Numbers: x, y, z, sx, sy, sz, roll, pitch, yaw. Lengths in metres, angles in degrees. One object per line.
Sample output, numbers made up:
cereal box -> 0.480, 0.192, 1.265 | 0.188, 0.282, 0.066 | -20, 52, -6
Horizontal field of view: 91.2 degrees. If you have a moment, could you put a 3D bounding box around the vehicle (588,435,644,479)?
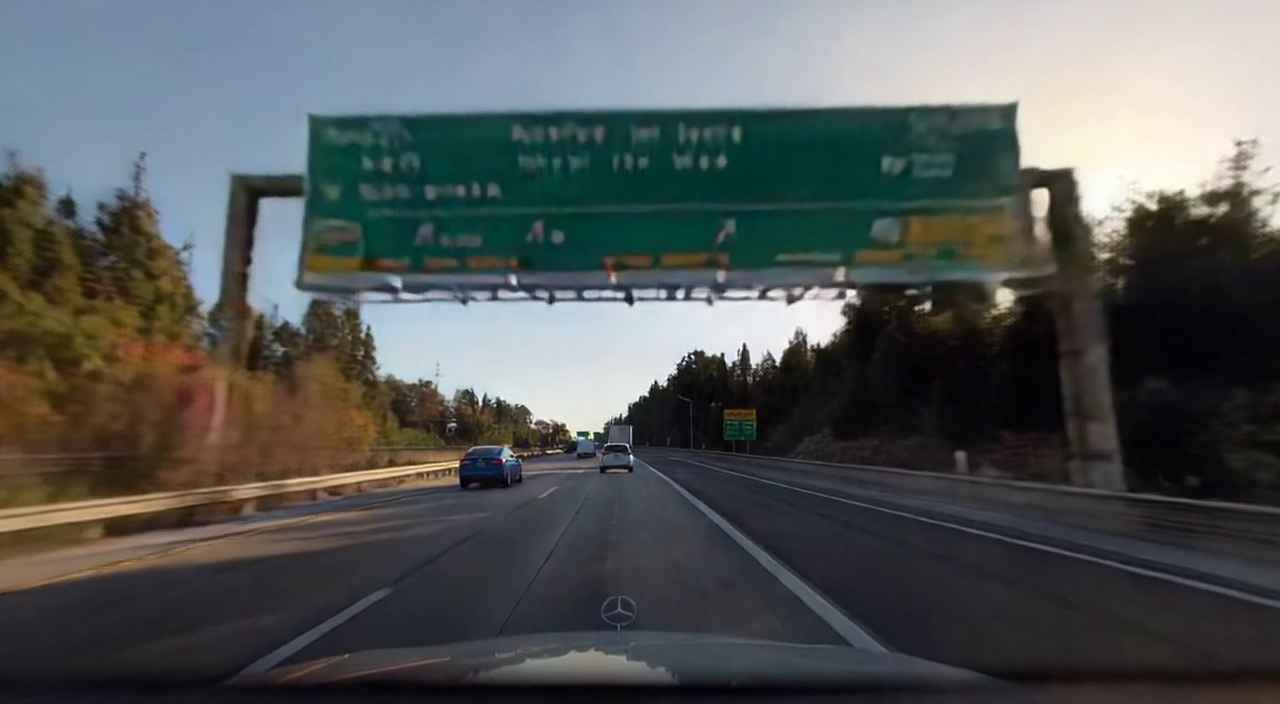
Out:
vehicle -> -1.023, 4.479, 27.013 | 2.220, 1.711, 4.056 | 0, -9, -2

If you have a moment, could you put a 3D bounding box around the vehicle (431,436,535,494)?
vehicle -> -4.824, 3.554, 20.043 | 2.103, 1.588, 4.709 | -1, -9, 0
